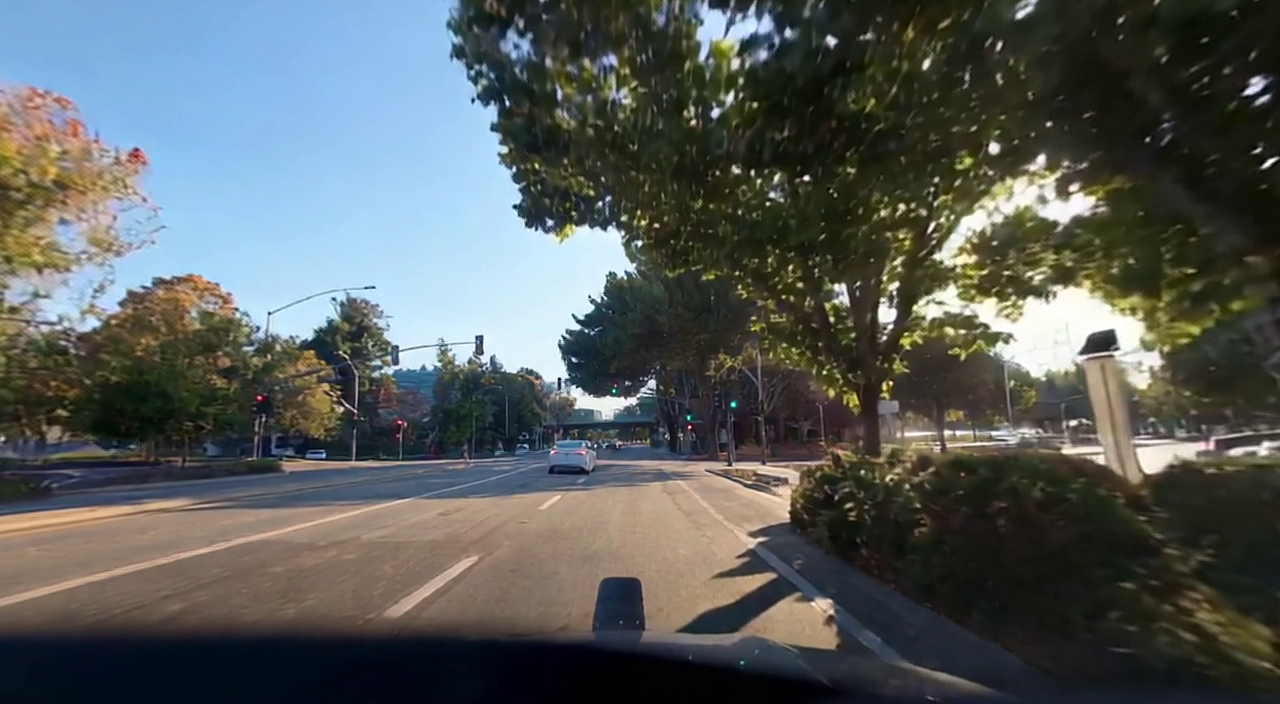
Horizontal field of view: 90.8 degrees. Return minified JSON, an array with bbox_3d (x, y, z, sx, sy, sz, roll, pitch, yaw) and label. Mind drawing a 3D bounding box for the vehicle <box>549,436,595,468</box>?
[{"bbox_3d":[-3.667,5.475,34.718,2.076,1.599,4.483,0,-8,-1],"label":"vehicle"}]
